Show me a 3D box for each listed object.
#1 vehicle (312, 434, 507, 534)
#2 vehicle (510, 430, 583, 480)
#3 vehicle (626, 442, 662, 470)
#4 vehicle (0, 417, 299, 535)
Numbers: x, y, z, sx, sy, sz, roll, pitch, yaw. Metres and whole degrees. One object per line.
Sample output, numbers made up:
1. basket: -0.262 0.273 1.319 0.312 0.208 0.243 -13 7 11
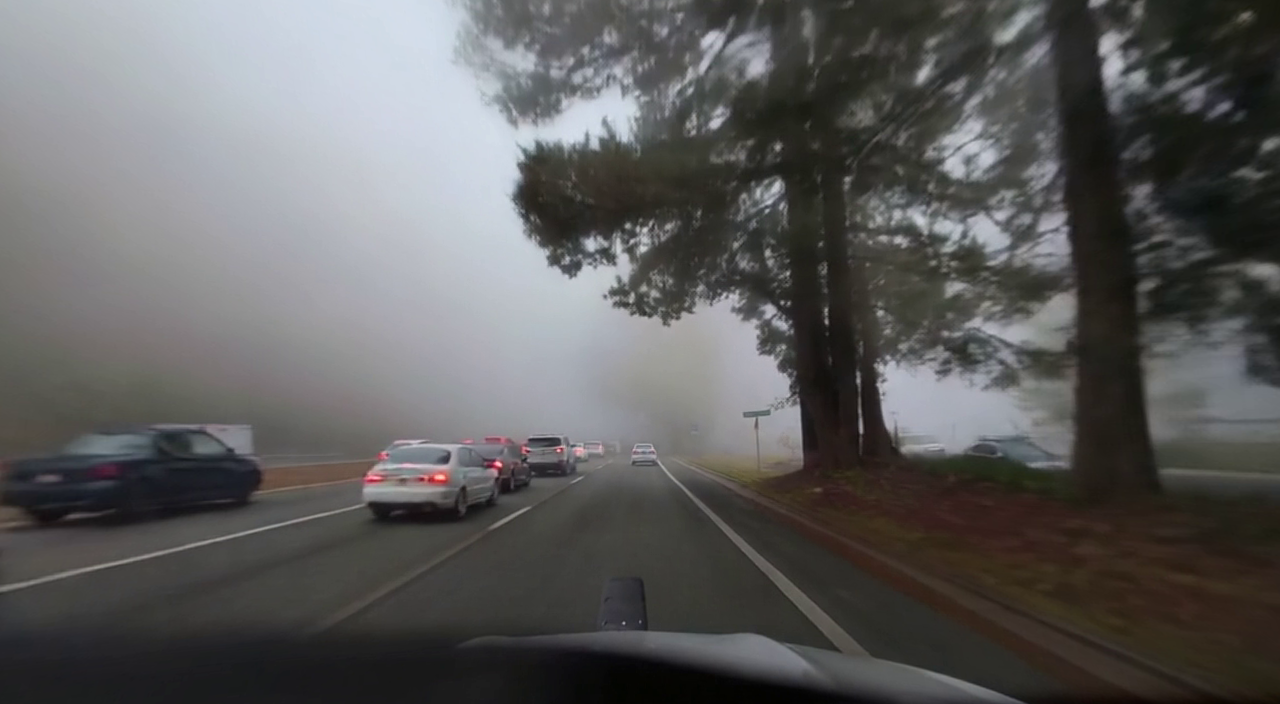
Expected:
1. vehicle: -3.932 2.308 11.702 1.952 1.471 4.334 0 -8 0
2. vehicle: -3.760 4.236 26.326 2.242 1.852 5.201 0 -8 0
3. vehicle: 0.223 5.729 34.942 1.875 1.453 3.888 0 -8 0
4. vehicle: -8.180 2.057 11.065 1.921 1.643 4.348 0 -8 1
